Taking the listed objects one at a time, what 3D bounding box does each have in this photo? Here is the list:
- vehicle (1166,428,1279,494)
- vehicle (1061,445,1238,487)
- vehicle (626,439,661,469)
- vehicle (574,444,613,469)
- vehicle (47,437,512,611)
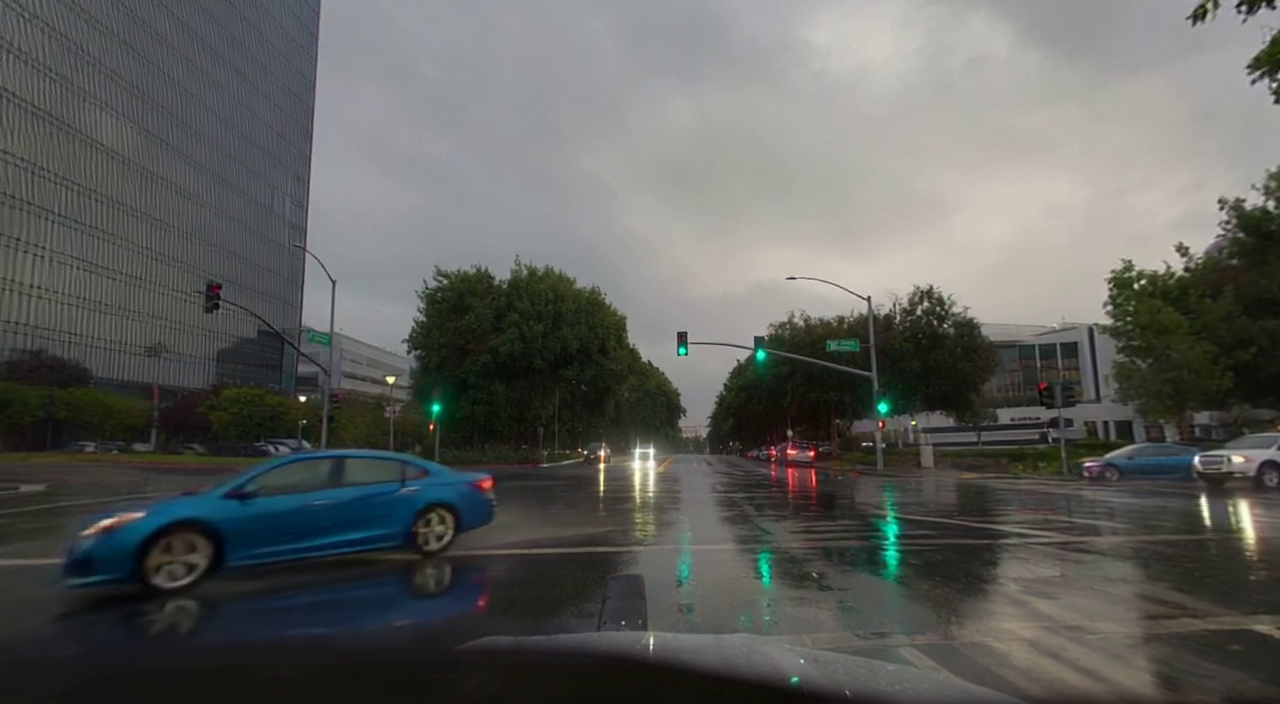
[{"bbox_3d":[20.764,3.420,19.947,5.832,1.949,2.444,0,-9,0],"label":"vehicle"},{"bbox_3d":[19.354,4.327,24.046,4.896,1.503,1.971,-1,-9,3],"label":"vehicle"},{"bbox_3d":[0.222,6.220,38.316,2.018,1.699,4.751,0,-9,1],"label":"vehicle"},{"bbox_3d":[-2.950,6.795,40.984,2.068,1.486,4.664,0,-9,1],"label":"vehicle"},{"bbox_3d":[-3.992,1.888,8.076,1.924,1.491,4.802,-5,-10,28],"label":"vehicle"}]
